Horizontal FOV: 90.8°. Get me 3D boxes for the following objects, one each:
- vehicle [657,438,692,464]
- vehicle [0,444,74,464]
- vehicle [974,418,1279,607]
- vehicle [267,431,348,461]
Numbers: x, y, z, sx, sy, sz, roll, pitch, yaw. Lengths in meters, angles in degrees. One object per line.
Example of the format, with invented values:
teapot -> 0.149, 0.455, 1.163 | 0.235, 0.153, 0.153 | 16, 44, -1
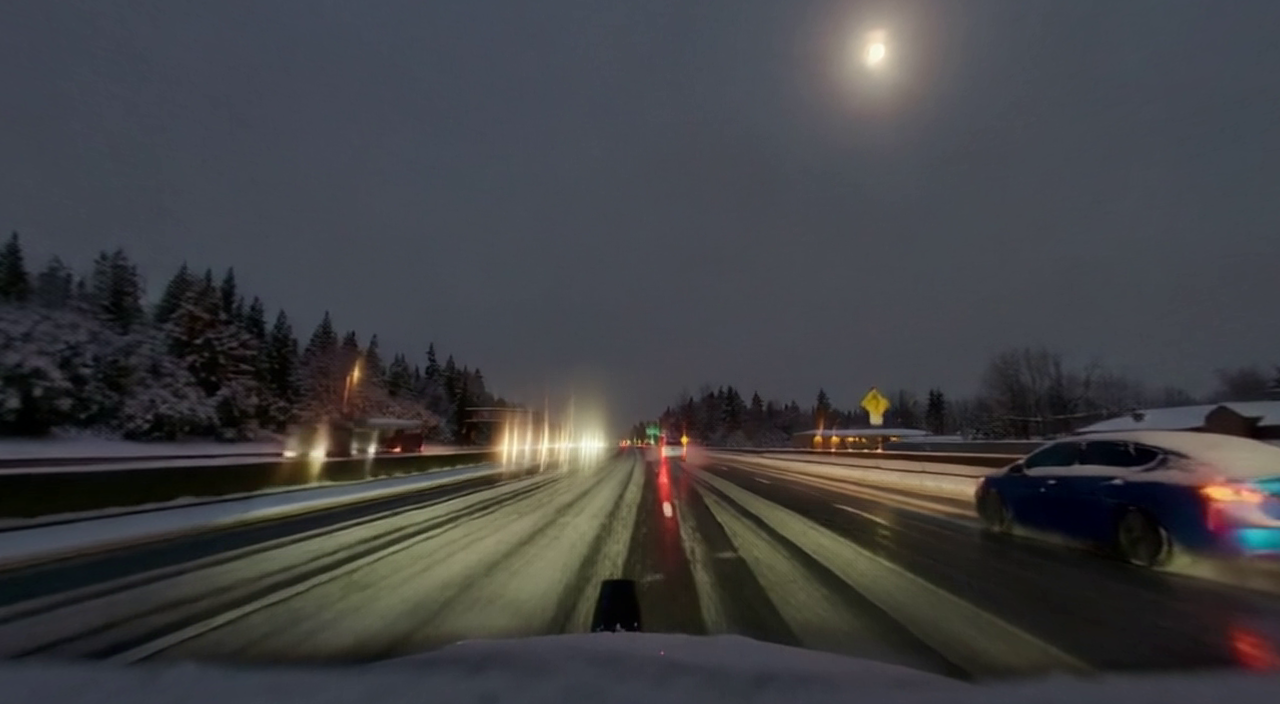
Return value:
vehicle -> 2.380, 6.909, 44.214 | 2.127, 1.692, 4.382 | 0, -9, -1
vehicle -> -46.898, 7.820, 48.632 | 1.897, 1.465, 4.751 | -1, -9, 5
vehicle -> 6.219, 1.651, 7.457 | 2.029, 1.528, 4.644 | 0, -9, 0
vehicle -> -18.445, 5.251, 35.326 | 1.969, 1.537, 4.574 | 0, -9, 1
